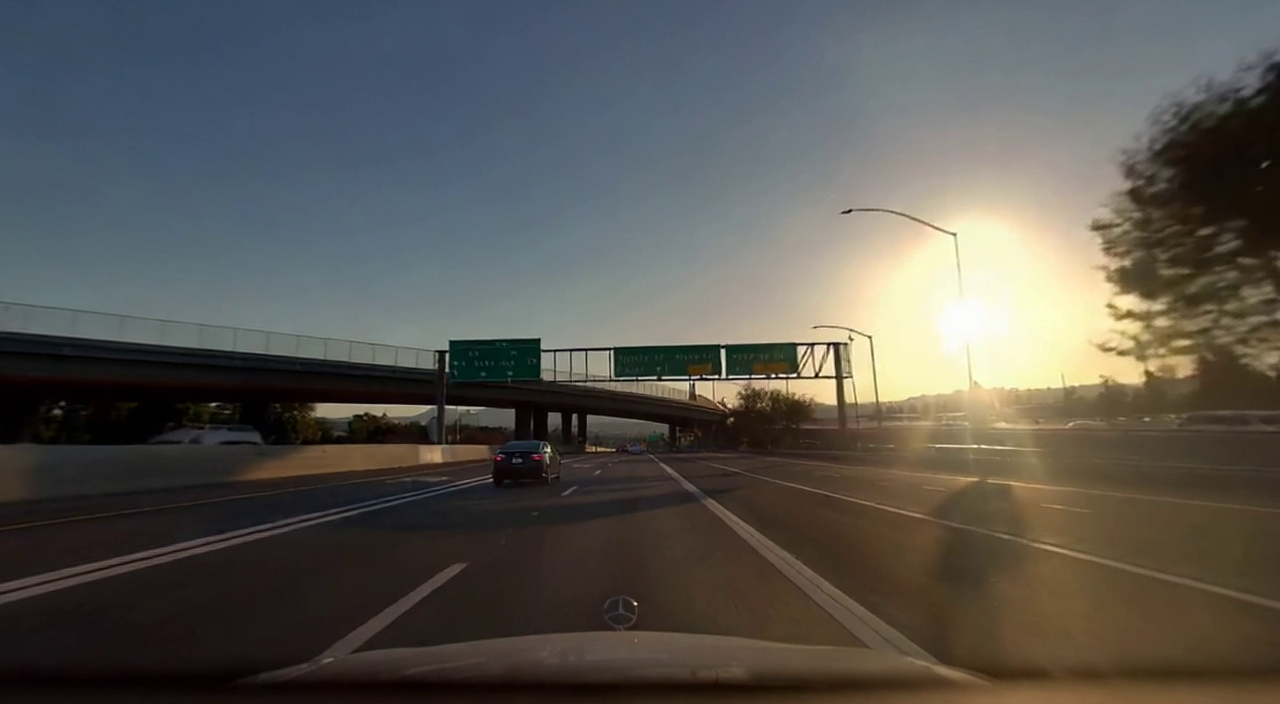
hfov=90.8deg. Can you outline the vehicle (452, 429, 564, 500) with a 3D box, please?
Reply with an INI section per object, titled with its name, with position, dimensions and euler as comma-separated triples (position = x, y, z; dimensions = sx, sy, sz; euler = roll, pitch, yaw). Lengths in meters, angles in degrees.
[vehicle]
position = -3.457, 3.038, 17.537
dimensions = 2.178, 1.699, 4.321
euler = 0, -8, 0
